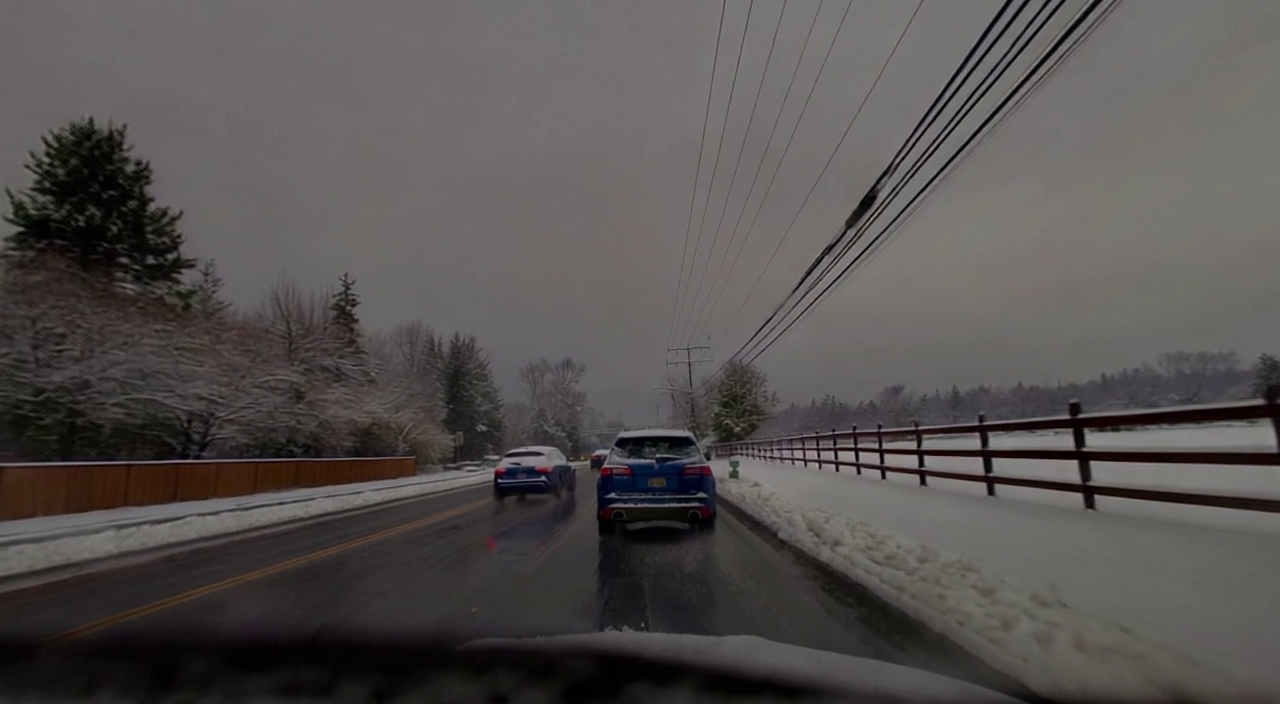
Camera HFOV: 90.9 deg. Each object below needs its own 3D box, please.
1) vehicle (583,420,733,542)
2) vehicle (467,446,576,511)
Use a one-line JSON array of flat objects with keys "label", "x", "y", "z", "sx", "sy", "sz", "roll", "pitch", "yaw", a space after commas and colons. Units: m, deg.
[{"label": "vehicle", "x": 0.290, "y": 2.180, "z": 11.274, "sx": 2.174, "sy": 1.749, "sz": 4.113, "roll": 0, "pitch": -9, "yaw": 1}, {"label": "vehicle", "x": -2.926, "y": 3.214, "z": 16.523, "sx": 1.979, "sy": 1.489, "sz": 4.006, "roll": 0, "pitch": -9, "yaw": 1}]
